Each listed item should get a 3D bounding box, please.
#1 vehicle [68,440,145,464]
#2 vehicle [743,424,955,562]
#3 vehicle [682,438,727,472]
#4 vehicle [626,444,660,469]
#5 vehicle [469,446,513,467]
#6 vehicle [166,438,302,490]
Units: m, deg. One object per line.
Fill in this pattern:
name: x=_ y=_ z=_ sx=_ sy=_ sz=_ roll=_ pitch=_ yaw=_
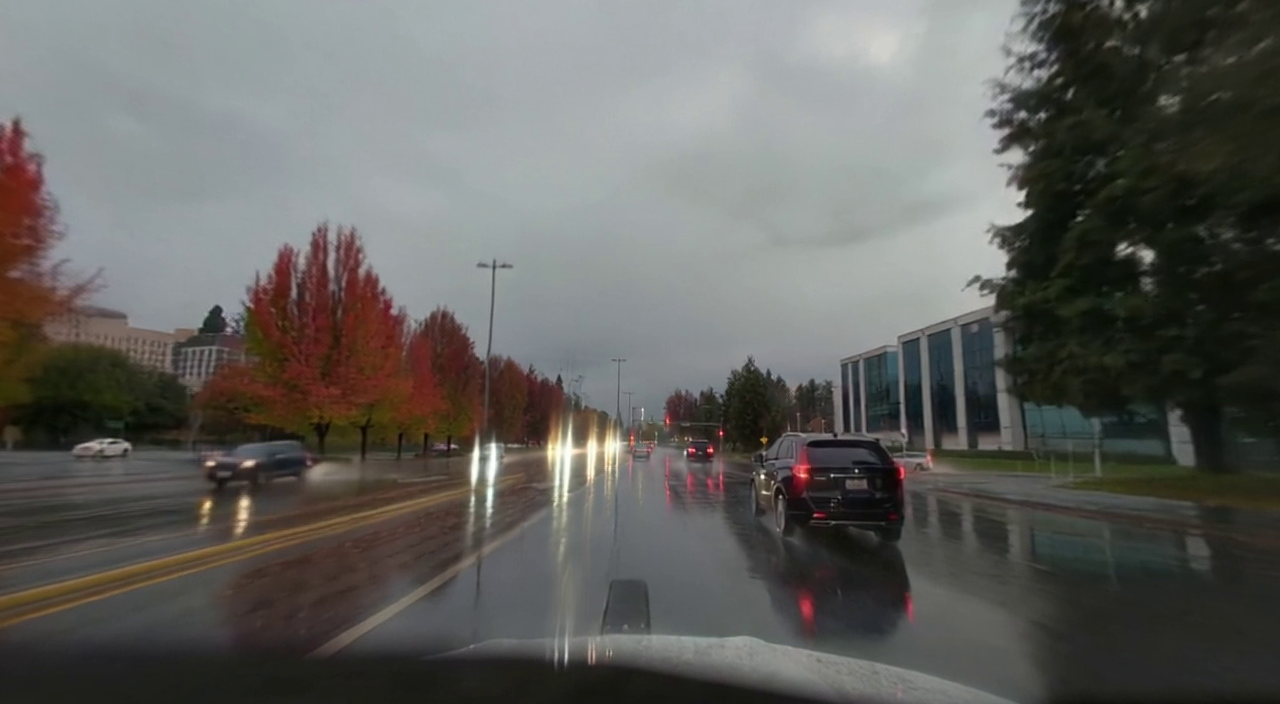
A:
vehicle: x=-41.504 y=7.788 z=49.202 sx=1.920 sy=1.763 sz=4.591 roll=0 pitch=-8 yaw=0
vehicle: x=2.863 y=1.999 z=9.660 sx=1.901 sy=1.634 sz=3.896 roll=1 pitch=-8 yaw=0
vehicle: x=3.826 y=6.192 z=38.280 sx=2.154 sy=1.844 sz=4.634 roll=2 pitch=-8 yaw=-1
vehicle: x=0.156 y=6.513 z=39.569 sx=1.991 sy=1.477 sz=3.814 roll=0 pitch=-8 yaw=0
vehicle: x=-11.136 y=7.812 z=47.532 sx=2.055 sy=1.479 sz=4.693 roll=-1 pitch=-8 yaw=2
vehicle: x=-14.866 y=4.094 z=23.441 sx=2.064 sy=1.697 sz=4.381 roll=-1 pitch=-8 yaw=1
